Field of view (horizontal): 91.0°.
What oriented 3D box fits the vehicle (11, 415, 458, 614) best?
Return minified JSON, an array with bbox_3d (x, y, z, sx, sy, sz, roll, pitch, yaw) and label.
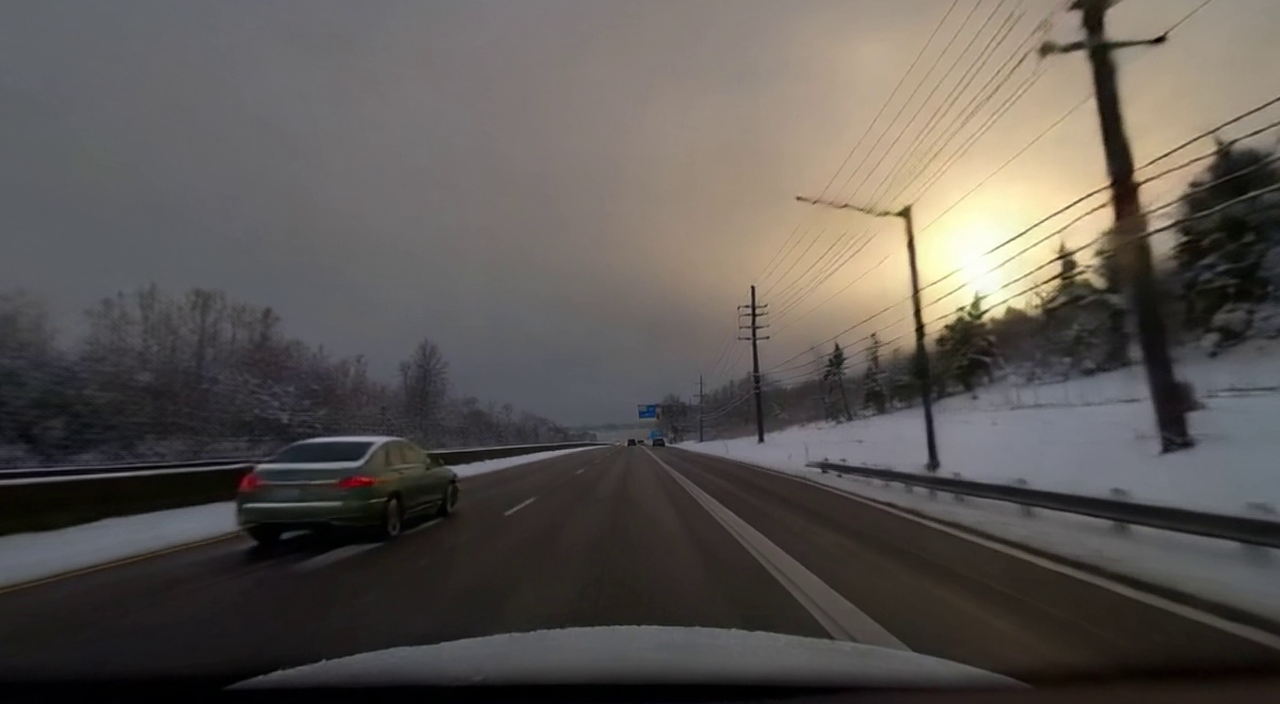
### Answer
[{"bbox_3d":[-3.882,1.614,7.412,2.016,1.543,4.870,0,-8,0],"label":"vehicle"}]
